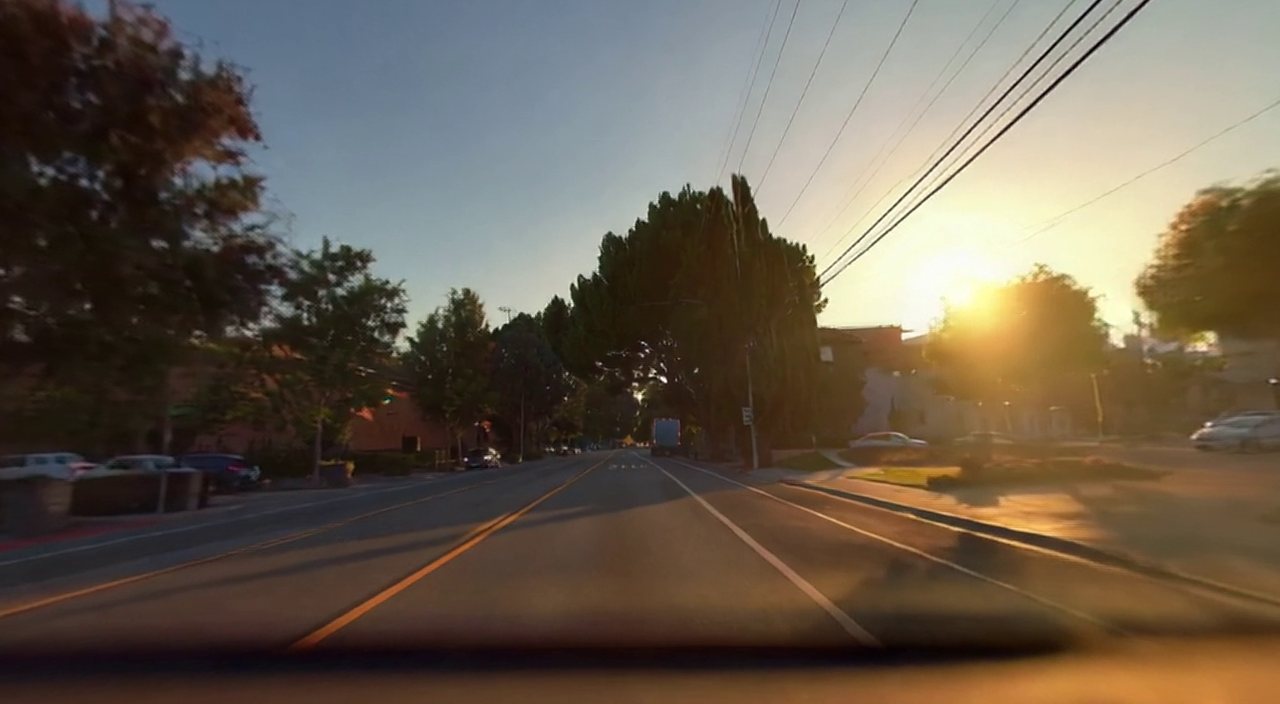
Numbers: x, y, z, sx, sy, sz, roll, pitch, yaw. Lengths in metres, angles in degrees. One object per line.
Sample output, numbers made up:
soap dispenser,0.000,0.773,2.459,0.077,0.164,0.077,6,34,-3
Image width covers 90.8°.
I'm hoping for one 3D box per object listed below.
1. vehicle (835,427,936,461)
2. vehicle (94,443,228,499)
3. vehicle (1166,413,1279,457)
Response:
vehicle,12.678,4.761,32.685,4.554,1.668,1.974,-4,-9,28
vehicle,-16.600,4.045,21.881,4.311,1.746,1.984,-5,-9,29
vehicle,22.267,3.122,23.697,4.750,1.505,1.928,4,-9,-25
